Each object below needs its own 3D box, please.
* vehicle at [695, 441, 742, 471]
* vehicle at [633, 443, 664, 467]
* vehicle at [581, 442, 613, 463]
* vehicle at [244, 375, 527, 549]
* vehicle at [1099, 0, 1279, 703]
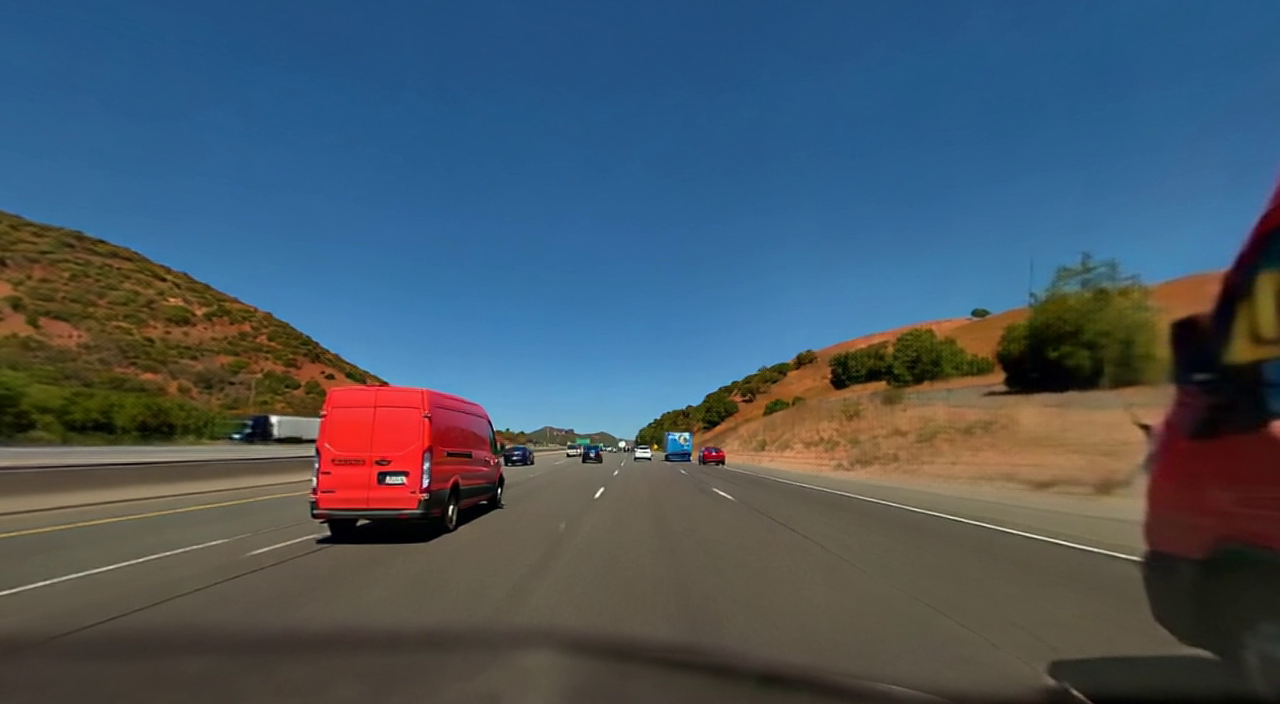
[{"bbox_3d":[4.436,5.965,36.173,2.051,1.598,4.145,0,-9,-1],"label":"vehicle"},{"bbox_3d":[0.518,6.919,42.572,2.014,1.543,3.804,0,-9,0],"label":"vehicle"},{"bbox_3d":[-3.281,7.735,48.558,2.138,1.581,4.340,0,-9,0],"label":"vehicle"},{"bbox_3d":[-3.738,1.825,10.918,2.421,2.203,5.775,0,-9,1],"label":"vehicle"},{"bbox_3d":[4.208,-0.326,0.186,2.764,3.260,7.019,0,-9,0],"label":"vehicle"}]
